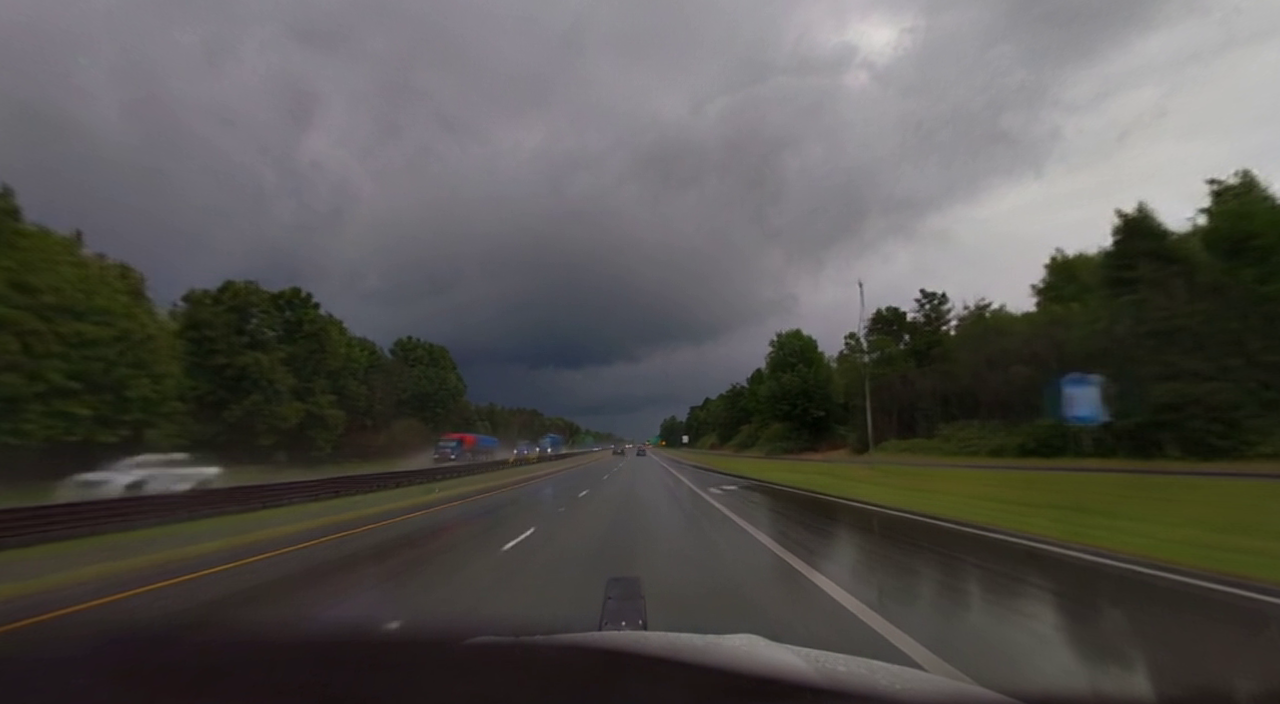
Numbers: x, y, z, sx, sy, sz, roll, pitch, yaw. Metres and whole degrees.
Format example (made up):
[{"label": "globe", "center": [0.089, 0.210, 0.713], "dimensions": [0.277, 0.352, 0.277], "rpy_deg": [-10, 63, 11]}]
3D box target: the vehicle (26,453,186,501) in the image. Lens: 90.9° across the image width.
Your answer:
[{"label": "vehicle", "center": [-18.797, 4.392, 22.508], "dimensions": [1.861, 1.480, 4.413], "rpy_deg": [0, -9, 0]}]
